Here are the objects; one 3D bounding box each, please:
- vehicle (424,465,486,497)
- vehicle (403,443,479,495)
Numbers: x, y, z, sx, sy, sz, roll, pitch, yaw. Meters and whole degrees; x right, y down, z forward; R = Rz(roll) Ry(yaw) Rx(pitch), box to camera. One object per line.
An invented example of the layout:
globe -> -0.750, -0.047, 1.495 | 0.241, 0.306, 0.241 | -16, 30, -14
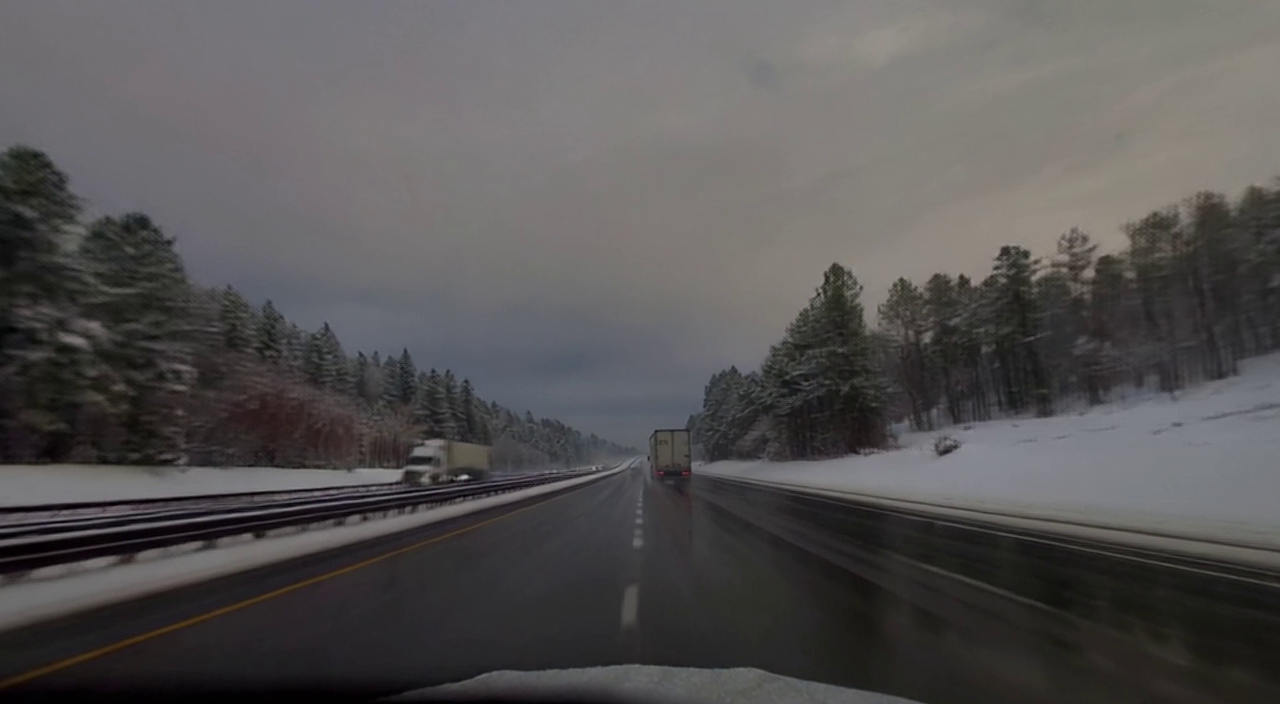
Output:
vehicle -> -9.510, 6.653, 32.732 | 1.910, 1.539, 4.131 | 0, -10, 1
vehicle -> -13.545, 8.077, 43.702 | 2.739, 3.258, 7.223 | 0, -10, 1
